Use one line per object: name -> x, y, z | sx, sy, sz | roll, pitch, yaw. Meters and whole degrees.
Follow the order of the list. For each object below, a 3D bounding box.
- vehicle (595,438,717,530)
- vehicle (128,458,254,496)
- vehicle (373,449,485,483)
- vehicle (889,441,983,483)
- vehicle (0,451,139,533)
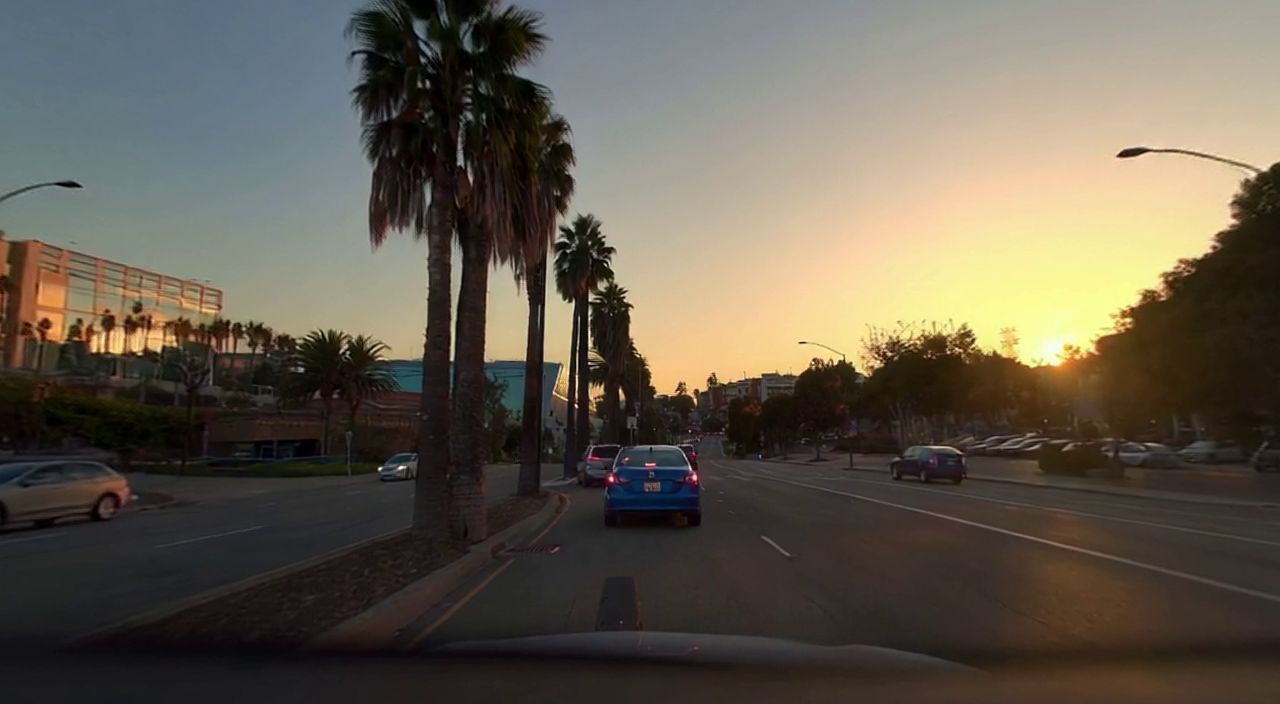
vehicle -> 0.234, 2.493, 12.521 | 1.986, 1.473, 4.382 | 0, -9, -1
vehicle -> -18.624, 5.143, 26.284 | 4.071, 1.442, 1.948 | -2, -9, 13
vehicle -> -9.937, 5.346, 29.849 | 4.585, 1.479, 2.088 | -3, -9, 18
vehicle -> 13.914, 5.186, 30.131 | 2.131, 1.832, 5.203 | 0, -9, 2
vehicle -> -13.726, 3.008, 13.874 | 1.858, 1.604, 4.331 | -1, -9, 0
